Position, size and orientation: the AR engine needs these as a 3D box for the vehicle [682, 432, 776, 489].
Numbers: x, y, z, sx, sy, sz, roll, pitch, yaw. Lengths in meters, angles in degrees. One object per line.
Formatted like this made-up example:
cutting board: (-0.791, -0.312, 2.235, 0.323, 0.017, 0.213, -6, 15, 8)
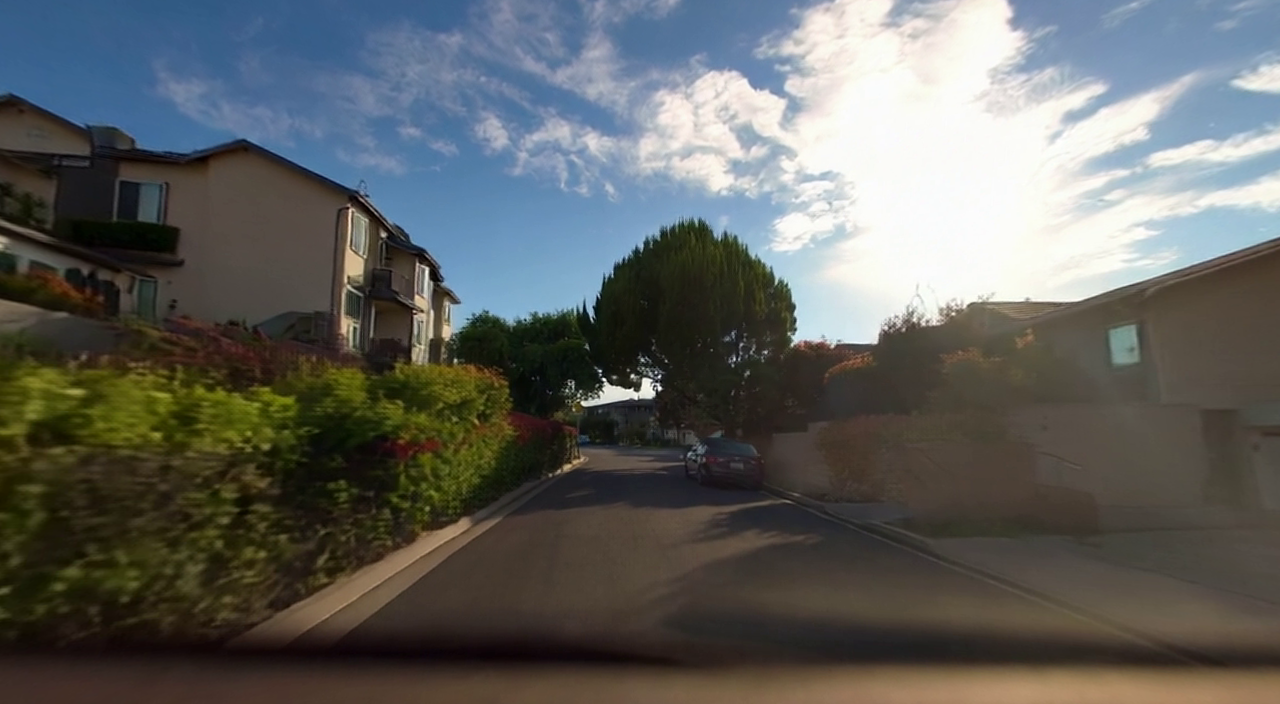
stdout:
vehicle: (2.512, 3.155, 18.779, 1.955, 1.498, 4.046, 0, -8, -4)
